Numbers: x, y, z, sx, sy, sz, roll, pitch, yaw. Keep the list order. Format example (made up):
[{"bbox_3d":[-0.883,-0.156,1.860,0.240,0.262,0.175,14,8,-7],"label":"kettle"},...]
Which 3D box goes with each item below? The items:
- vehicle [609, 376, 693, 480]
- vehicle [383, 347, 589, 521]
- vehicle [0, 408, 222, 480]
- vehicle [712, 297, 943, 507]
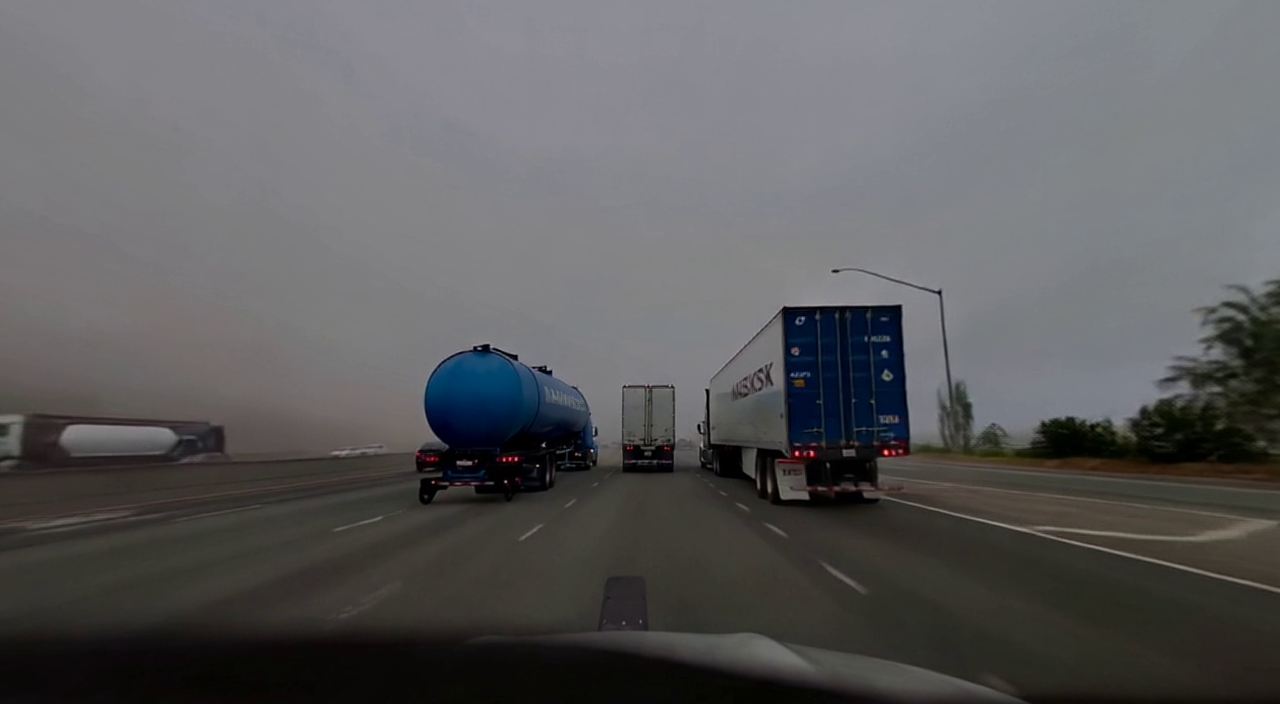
[{"bbox_3d":[0.519,4.104,32.632,3.097,3.856,18.209,0,-8,1],"label":"vehicle"},{"bbox_3d":[-3.308,2.298,17.336,2.786,3.228,11.082,0,-8,0],"label":"vehicle"},{"bbox_3d":[-34.908,6.091,41.941,3.026,3.801,16.315,0,-8,0],"label":"vehicle"},{"bbox_3d":[4.486,1.984,19.746,2.887,4.178,14.553,0,-8,0],"label":"vehicle"}]
